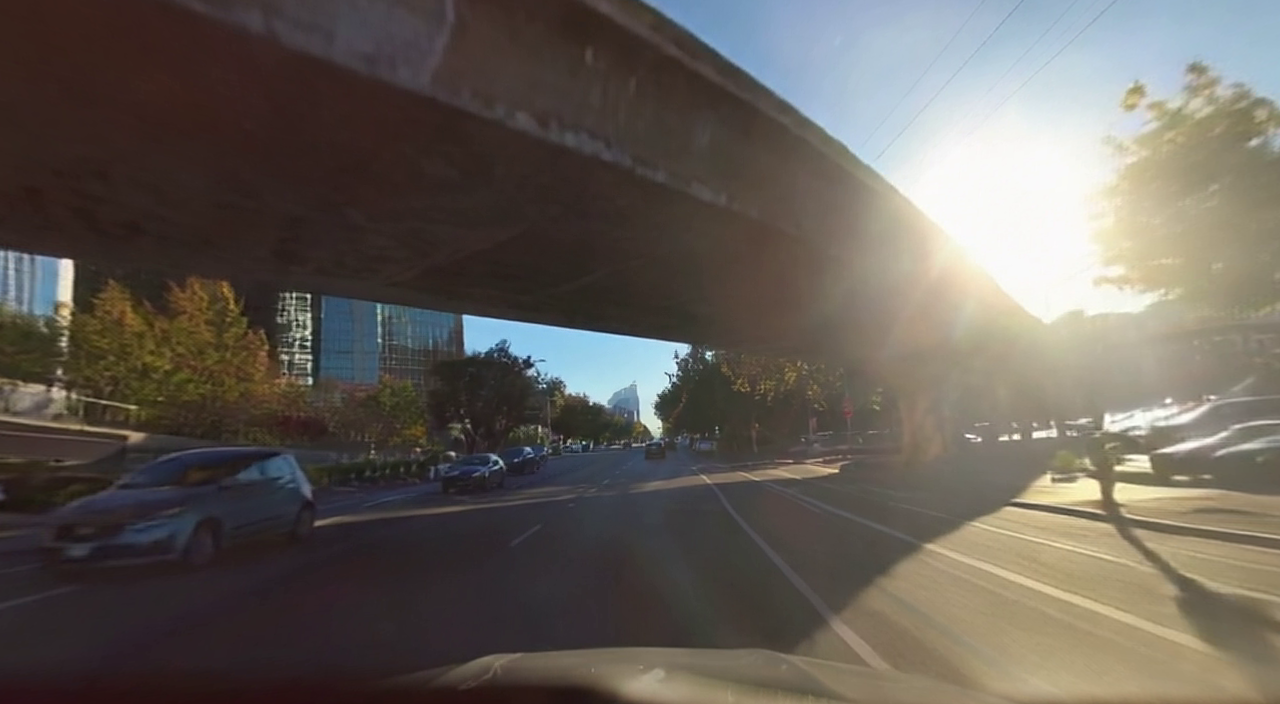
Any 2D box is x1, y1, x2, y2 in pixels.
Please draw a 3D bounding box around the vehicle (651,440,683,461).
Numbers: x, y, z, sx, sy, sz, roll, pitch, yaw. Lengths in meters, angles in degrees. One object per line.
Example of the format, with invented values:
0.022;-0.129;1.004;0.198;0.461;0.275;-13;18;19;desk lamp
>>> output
2.023;7.353;46.923;2.280;1.475;4.051;-1;-9;4;vehicle
